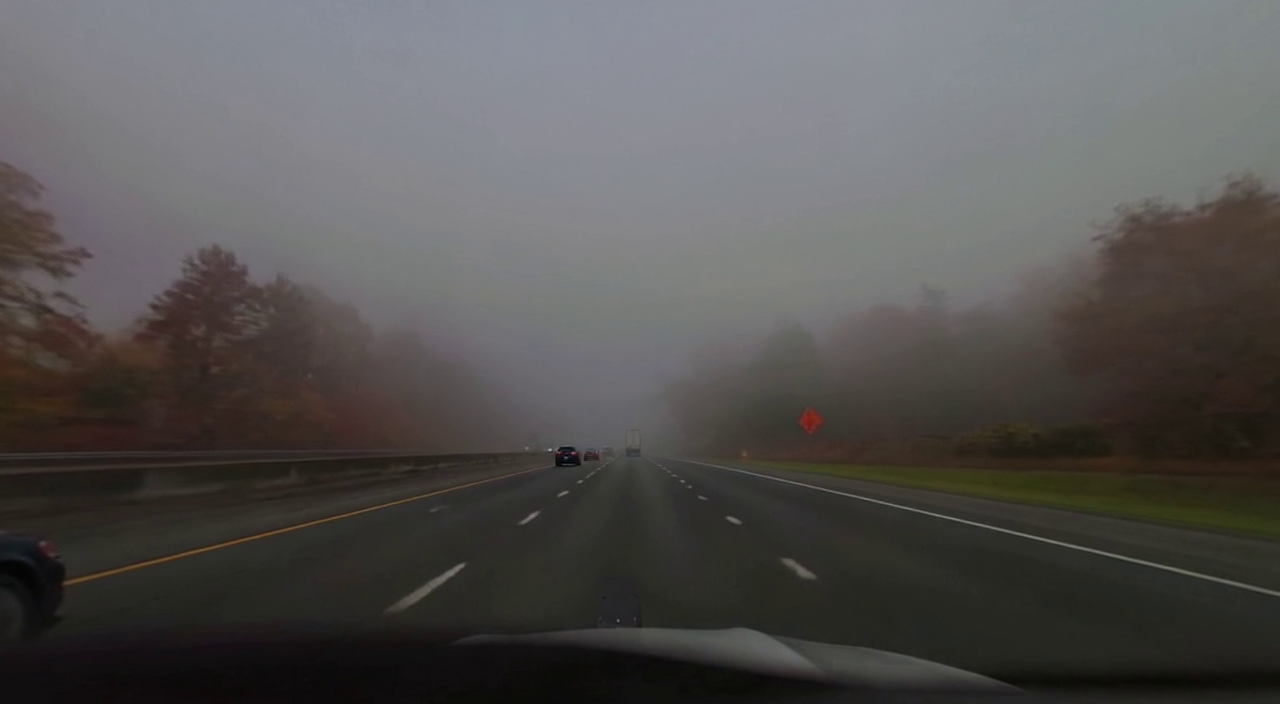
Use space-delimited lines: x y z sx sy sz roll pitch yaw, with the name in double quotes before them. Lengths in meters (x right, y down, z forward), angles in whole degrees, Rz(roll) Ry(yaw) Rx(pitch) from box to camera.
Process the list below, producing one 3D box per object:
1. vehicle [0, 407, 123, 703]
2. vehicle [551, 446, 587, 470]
"vehicle" -4.341 0.851 1.891 2.071 1.525 4.058 0 -9 0
"vehicle" -4.655 6.990 41.480 1.963 1.475 3.665 0 -9 -1
